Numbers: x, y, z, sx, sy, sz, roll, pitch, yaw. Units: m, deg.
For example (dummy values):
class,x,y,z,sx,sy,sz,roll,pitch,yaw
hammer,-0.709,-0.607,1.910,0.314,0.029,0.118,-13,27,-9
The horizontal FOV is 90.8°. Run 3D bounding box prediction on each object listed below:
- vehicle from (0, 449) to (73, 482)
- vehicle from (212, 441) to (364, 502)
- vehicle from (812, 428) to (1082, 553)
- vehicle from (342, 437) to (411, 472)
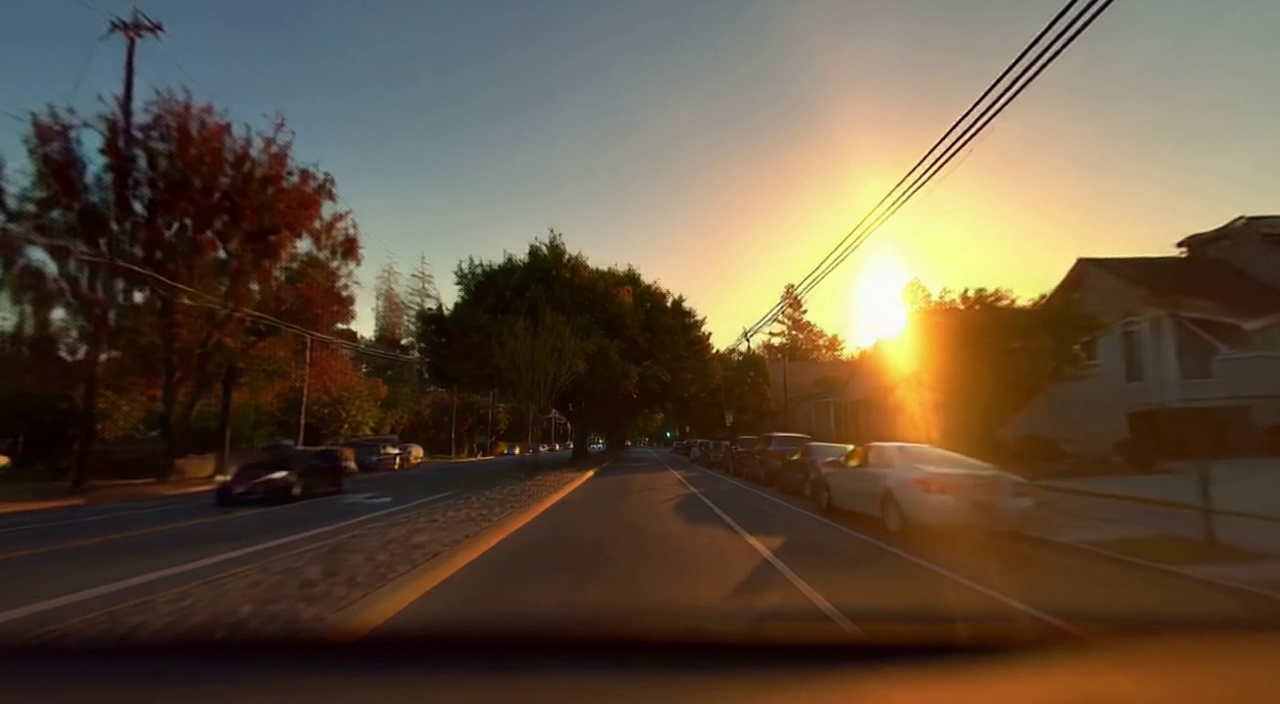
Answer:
class,x,y,z,sx,sy,sz,roll,pitch,yaw
vehicle,-30.423,5.408,30.163,4.603,1.498,2.053,0,-9,-1
vehicle,-10.136,3.440,18.669,1.978,1.566,4.357,0,-9,0
vehicle,4.435,2.062,10.187,1.927,1.523,4.668,0,-8,-1
vehicle,-17.897,6.976,43.274,2.360,2.225,5.385,0,-9,0
